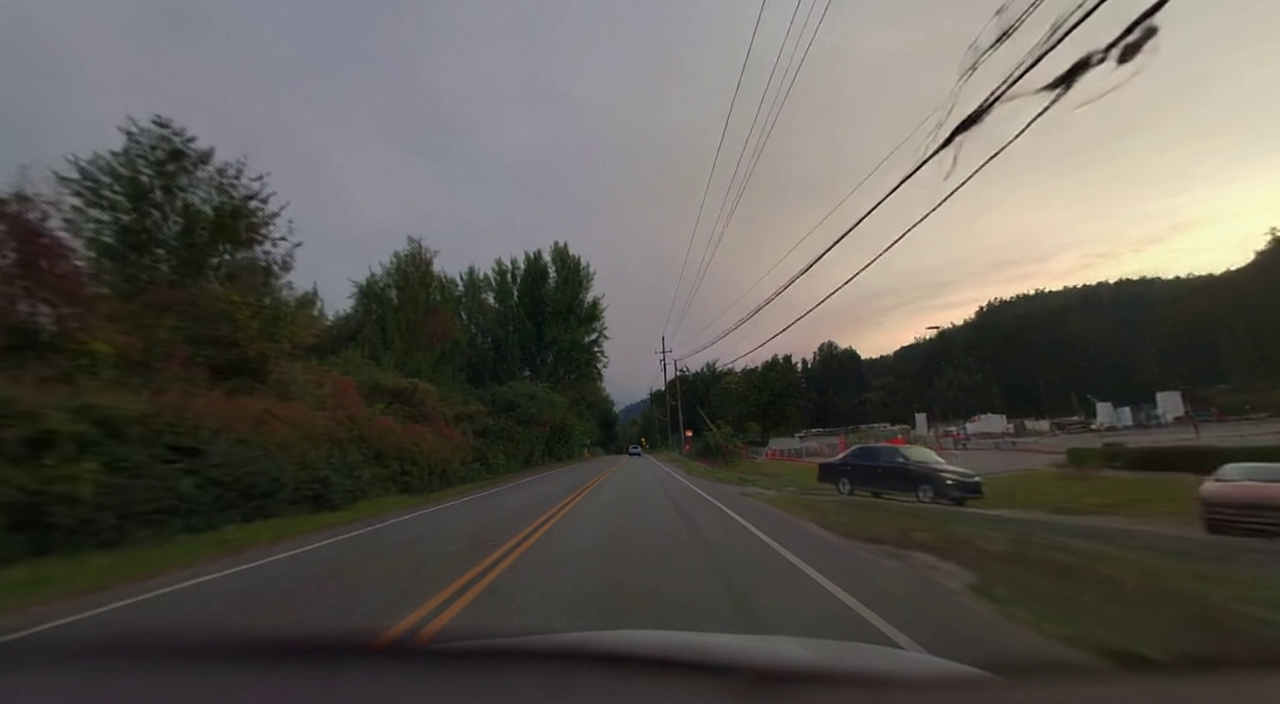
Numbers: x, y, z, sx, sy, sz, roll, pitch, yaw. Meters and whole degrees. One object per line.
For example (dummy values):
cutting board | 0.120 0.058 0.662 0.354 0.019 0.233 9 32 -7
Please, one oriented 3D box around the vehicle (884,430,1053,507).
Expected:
vehicle | 8.886 3.170 17.009 4.536 1.796 1.988 8 -13 -33

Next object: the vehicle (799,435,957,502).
vehicle | 7.261 3.523 19.193 4.620 1.820 1.917 6 -10 -29
